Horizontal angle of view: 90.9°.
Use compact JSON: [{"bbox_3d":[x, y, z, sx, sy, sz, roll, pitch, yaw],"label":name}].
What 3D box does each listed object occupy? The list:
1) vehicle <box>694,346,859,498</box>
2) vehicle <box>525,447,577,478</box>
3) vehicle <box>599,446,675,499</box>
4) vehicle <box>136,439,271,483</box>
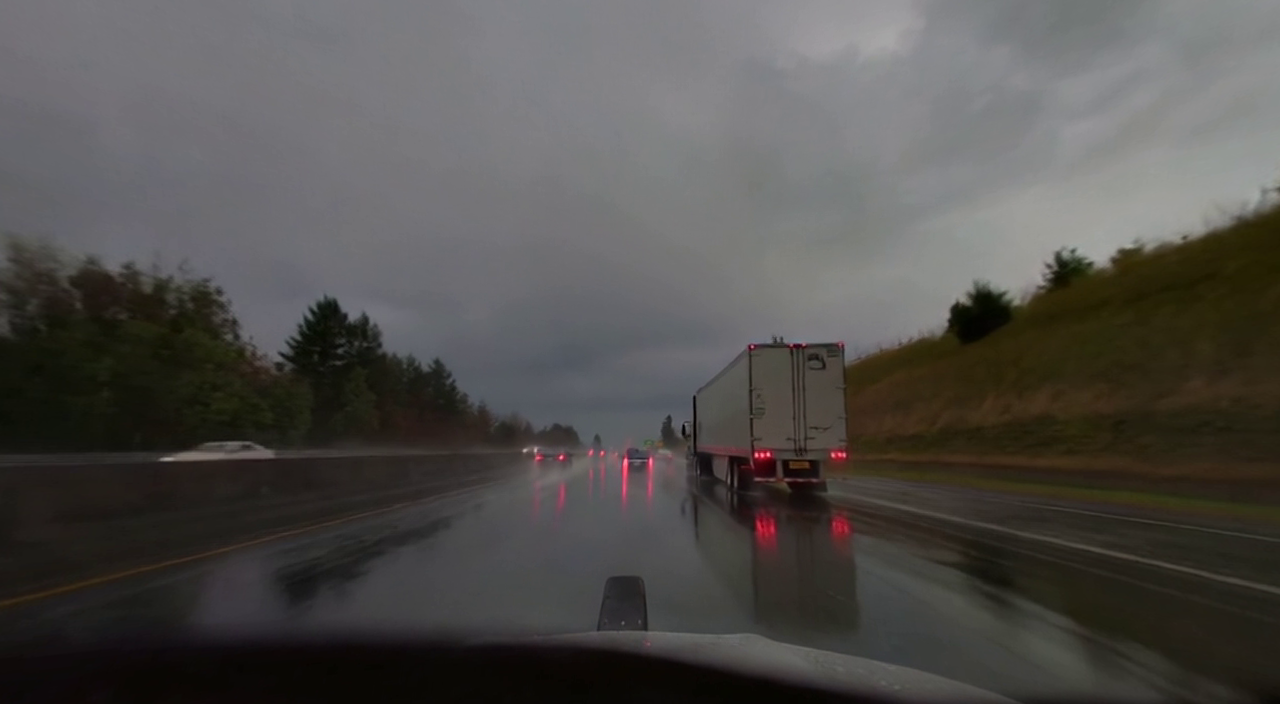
[{"bbox_3d":[4.285,2.975,24.223,2.905,4.109,14.332,0,-9,-1],"label":"vehicle"},{"bbox_3d":[-4.484,5.611,32.364,2.017,1.460,4.382,0,-9,0],"label":"vehicle"},{"bbox_3d":[-0.099,3.553,18.949,2.023,1.400,4.028,0,-9,-1],"label":"vehicle"},{"bbox_3d":[-16.061,4.036,23.526,1.882,1.460,4.404,0,-9,0],"label":"vehicle"}]
